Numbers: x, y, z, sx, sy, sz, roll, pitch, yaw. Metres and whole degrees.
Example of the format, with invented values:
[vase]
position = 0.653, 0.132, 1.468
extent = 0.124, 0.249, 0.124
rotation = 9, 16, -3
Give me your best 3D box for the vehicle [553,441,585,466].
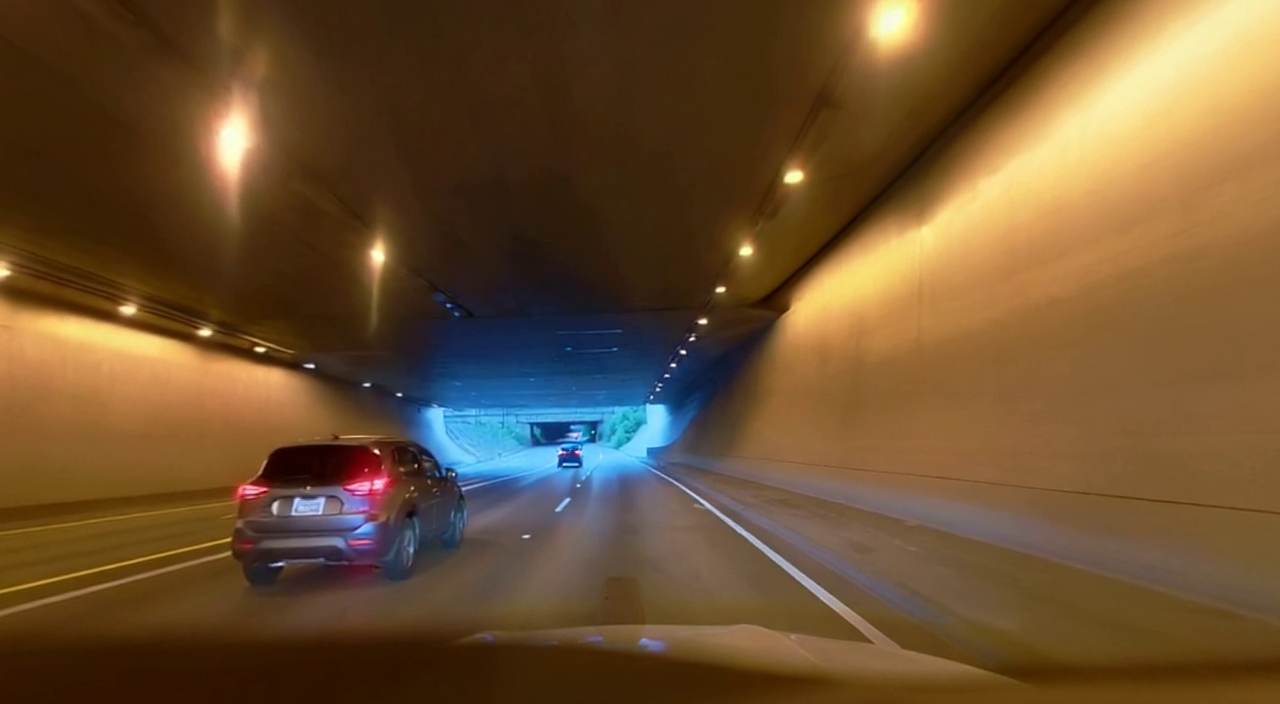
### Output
[vehicle]
position = -5.070, 7.326, 45.718
extent = 1.961, 1.725, 4.315
rotation = 0, -8, -2
